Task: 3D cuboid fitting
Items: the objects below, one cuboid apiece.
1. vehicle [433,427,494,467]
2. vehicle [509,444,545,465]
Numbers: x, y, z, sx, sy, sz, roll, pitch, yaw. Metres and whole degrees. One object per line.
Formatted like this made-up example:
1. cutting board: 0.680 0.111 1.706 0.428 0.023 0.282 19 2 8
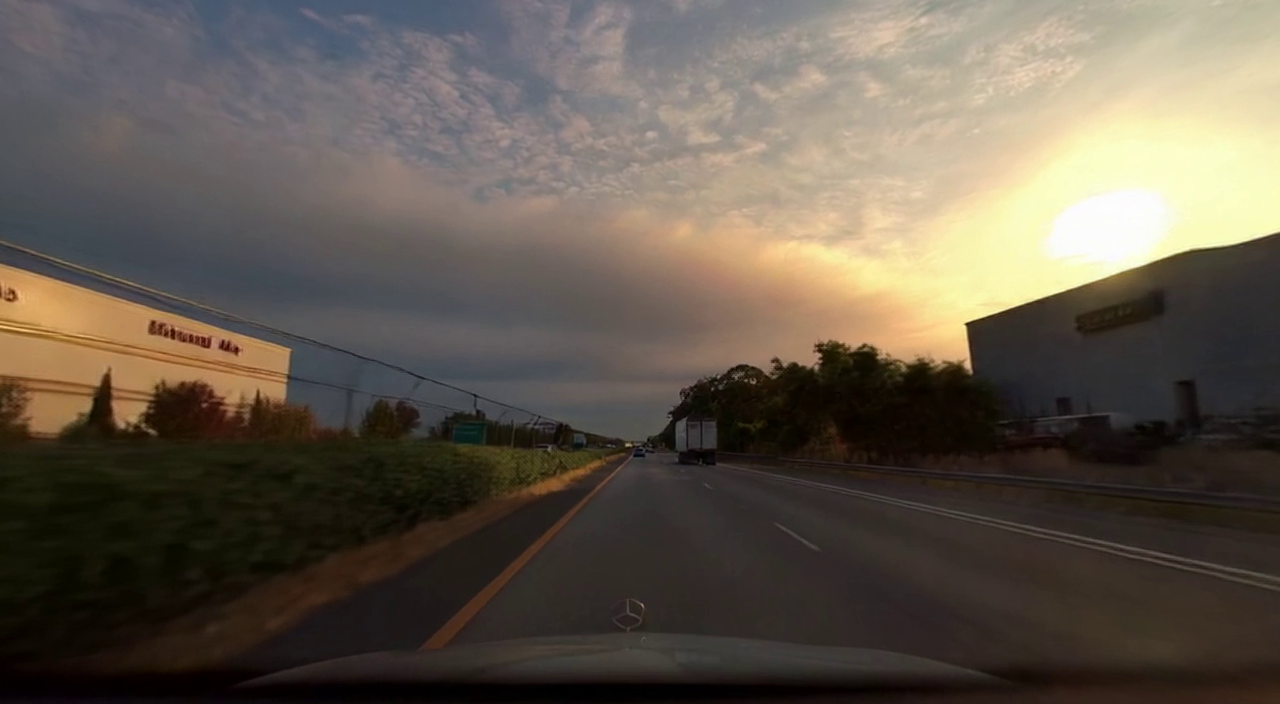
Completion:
1. vehicle: -12.353 6.706 44.603 2.397 2.585 6.311 0 -9 0
2. vehicle: -8.242 7.514 46.414 1.864 1.492 4.032 0 -9 1
